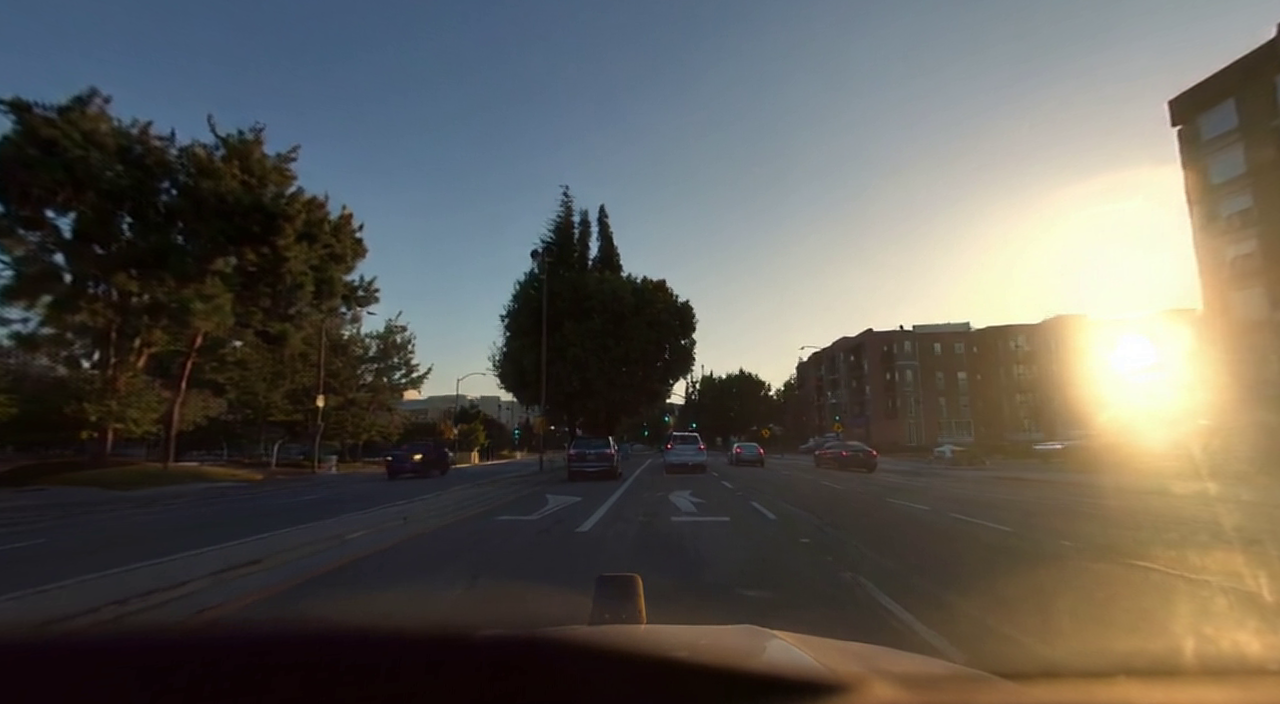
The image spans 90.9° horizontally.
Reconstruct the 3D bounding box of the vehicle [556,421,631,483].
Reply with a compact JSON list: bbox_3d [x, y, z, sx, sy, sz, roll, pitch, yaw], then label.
[{"bbox_3d":[-1.643,3.839,24.382,2.396,2.143,4.824,0,-8,2],"label":"vehicle"}]

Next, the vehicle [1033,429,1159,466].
[{"bbox_3d":[24.869,5.234,34.580,5.050,1.756,2.206,-3,-9,4],"label":"vehicle"}]

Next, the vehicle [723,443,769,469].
[{"bbox_3d":[6.350,6.247,38.182,2.075,1.486,4.316,0,-8,1],"label":"vehicle"}]

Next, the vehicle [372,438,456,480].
[{"bbox_3d":[-10.355,4.926,29.352,2.098,1.760,4.654,0,-8,1],"label":"vehicle"}]

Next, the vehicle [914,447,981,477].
[{"bbox_3d":[15.842,5.654,32.674,1.706,1.474,3.761,-1,-8,3],"label":"vehicle"}]

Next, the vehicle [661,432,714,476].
[{"bbox_3d":[2.080,4.610,28.628,2.222,1.841,4.031,-1,-8,2],"label":"vehicle"}]
